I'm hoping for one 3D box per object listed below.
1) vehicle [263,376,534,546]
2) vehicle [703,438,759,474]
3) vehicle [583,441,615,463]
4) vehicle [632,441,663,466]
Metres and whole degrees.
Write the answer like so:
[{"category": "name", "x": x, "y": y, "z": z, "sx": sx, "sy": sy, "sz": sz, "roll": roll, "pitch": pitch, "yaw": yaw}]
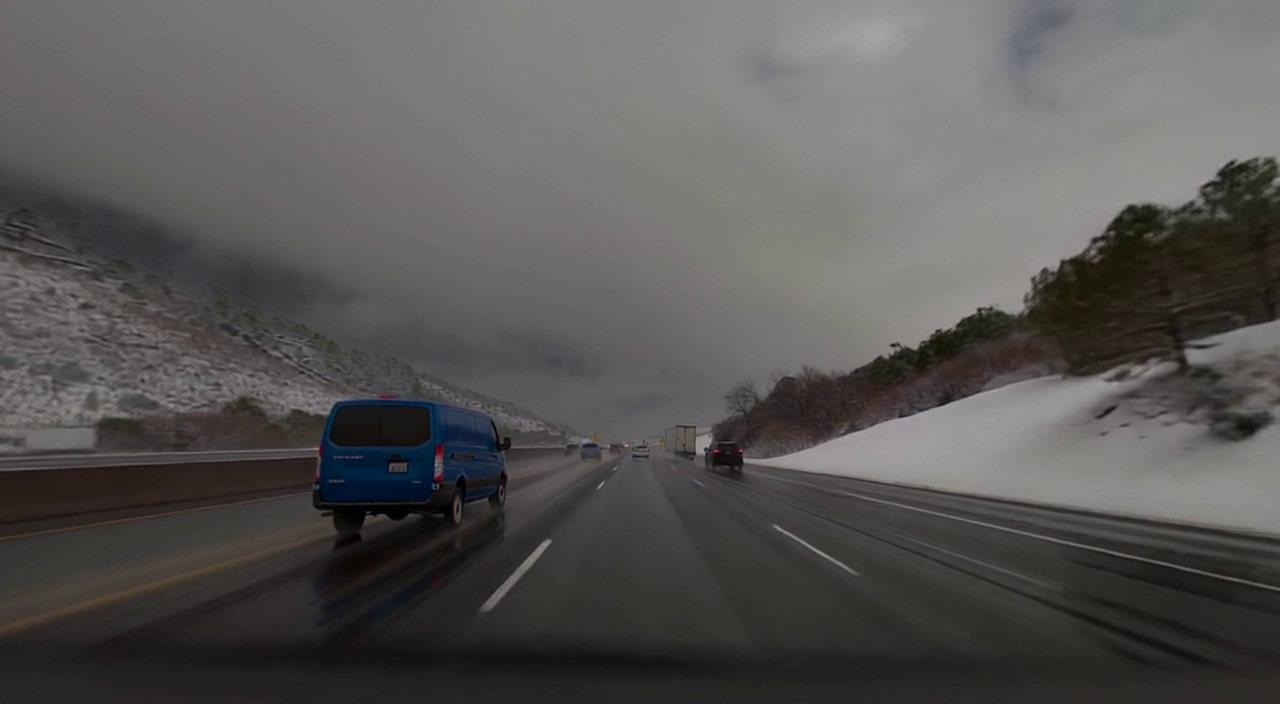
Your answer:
[{"category": "vehicle", "x": -3.636, "y": 1.860, "z": 11.157, "sx": 2.421, "sy": 2.203, "sz": 5.775, "roll": 0, "pitch": -9, "yaw": 1}, {"category": "vehicle", "x": 4.370, "y": 5.074, "z": 30.873, "sx": 2.051, "sy": 1.598, "sz": 4.145, "roll": 0, "pitch": -9, "yaw": -1}, {"category": "vehicle", "x": -3.134, "y": 7.694, "z": 48.611, "sx": 2.138, "sy": 1.581, "sz": 4.340, "roll": 0, "pitch": -9, "yaw": 0}, {"category": "vehicle", "x": 0.472, "y": 6.761, "z": 42.044, "sx": 2.014, "sy": 1.543, "sz": 3.804, "roll": 0, "pitch": -9, "yaw": 0}]
